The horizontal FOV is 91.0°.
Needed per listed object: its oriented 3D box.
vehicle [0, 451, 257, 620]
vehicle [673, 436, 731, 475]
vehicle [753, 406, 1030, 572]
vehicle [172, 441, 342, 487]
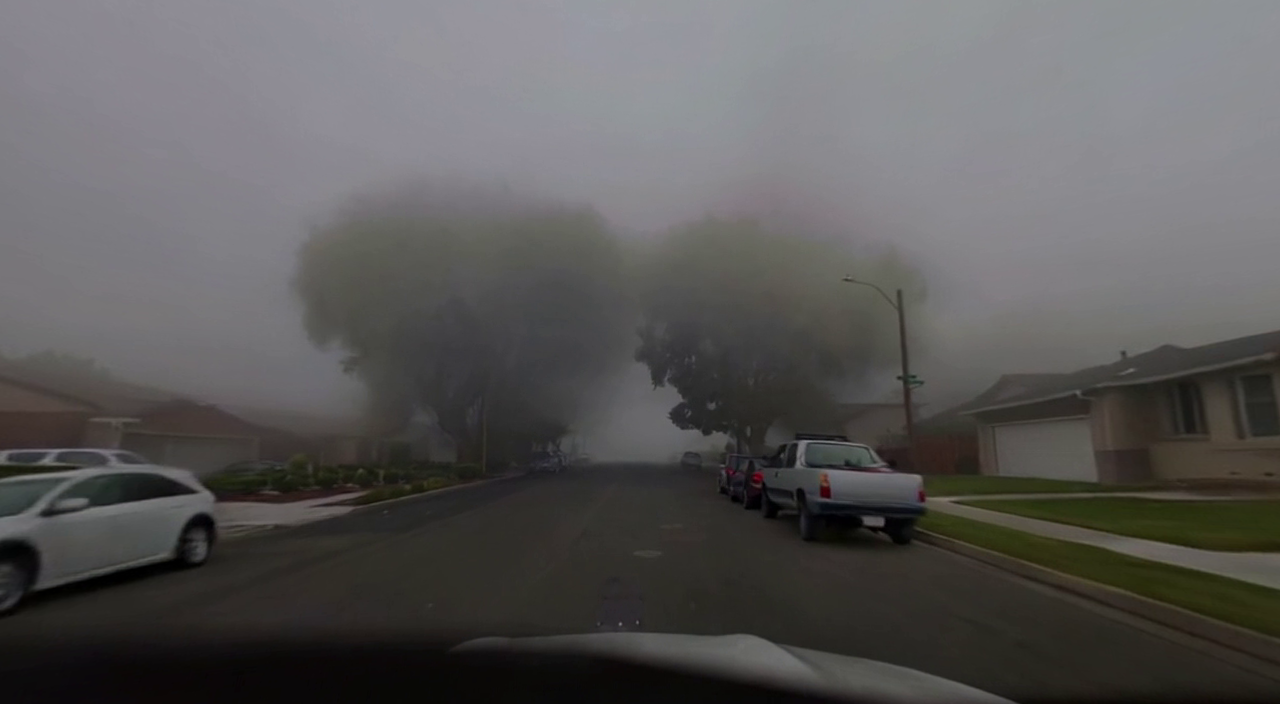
[{"bbox_3d":[-6.716,1.891,6.941,2.071,1.481,4.425,0,-11,2],"label":"vehicle"},{"bbox_3d":[3.744,6.472,39.570,2.952,2.216,7.033,0,-8,0],"label":"vehicle"},{"bbox_3d":[3.290,1.922,9.671,2.262,1.870,4.948,0,-9,1],"label":"vehicle"},{"bbox_3d":[-13.545,3.964,22.493,4.700,1.549,2.000,0,-9,0],"label":"vehicle"}]
